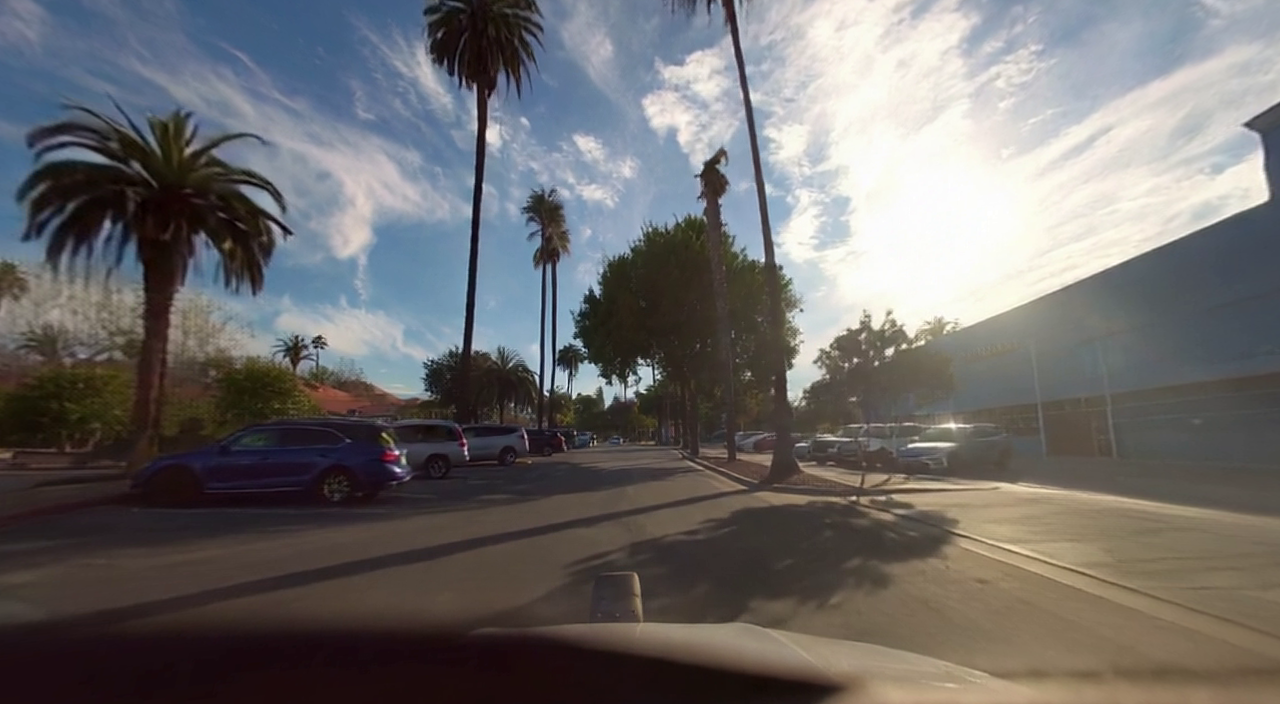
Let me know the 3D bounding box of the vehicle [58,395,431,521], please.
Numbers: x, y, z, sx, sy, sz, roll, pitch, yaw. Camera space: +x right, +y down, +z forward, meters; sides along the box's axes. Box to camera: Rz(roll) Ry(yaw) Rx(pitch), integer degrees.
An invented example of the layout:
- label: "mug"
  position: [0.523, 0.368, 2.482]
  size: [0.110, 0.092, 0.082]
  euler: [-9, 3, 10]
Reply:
- label: "vehicle"
  position: [-6.810, 1.899, 11.624]
  size: [5.210, 1.834, 2.281]
  euler: [5, -10, -29]

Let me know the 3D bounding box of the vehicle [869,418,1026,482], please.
- label: "vehicle"
  position: [9.597, 3.037, 19.670]
  size: [4.509, 1.759, 2.077]
  euler: [5, -10, -29]

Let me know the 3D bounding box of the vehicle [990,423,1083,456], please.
- label: "vehicle"
  position: [21.530, 4.800, 34.507]
  size: [4.120, 1.659, 1.894]
  euler: [-5, -10, 29]

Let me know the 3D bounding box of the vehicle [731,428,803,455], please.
- label: "vehicle"
  position: [9.011, 6.417, 44.828]
  size: [4.758, 1.759, 2.068]
  euler: [5, -11, -27]
